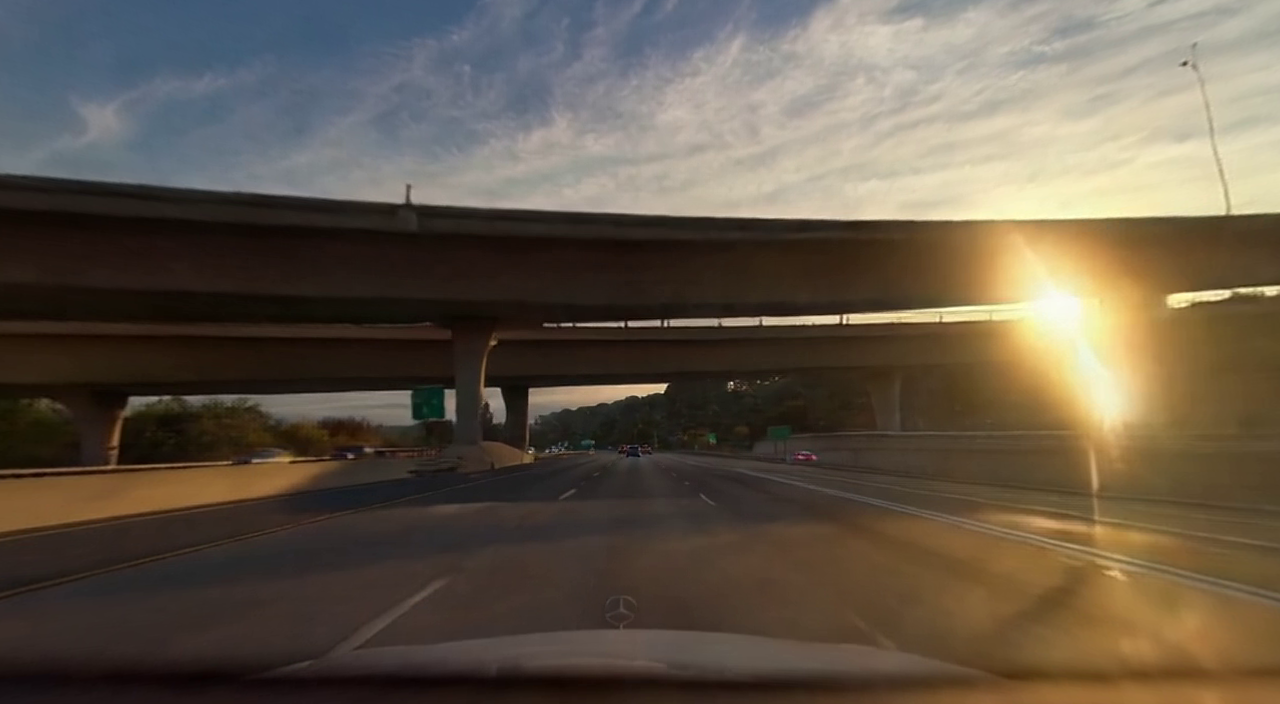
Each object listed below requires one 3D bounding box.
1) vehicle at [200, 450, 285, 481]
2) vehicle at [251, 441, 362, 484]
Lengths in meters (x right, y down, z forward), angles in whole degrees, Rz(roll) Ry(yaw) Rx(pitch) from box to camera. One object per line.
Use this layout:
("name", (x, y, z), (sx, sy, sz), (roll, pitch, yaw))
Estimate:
("vehicle", (-23.395, 6.652, 37.412), (2.055, 1.699, 4.683), (0, -9, -1))
("vehicle", (-13.226, 4.388, 25.452), (1.929, 1.532, 4.743), (0, -9, 0))
